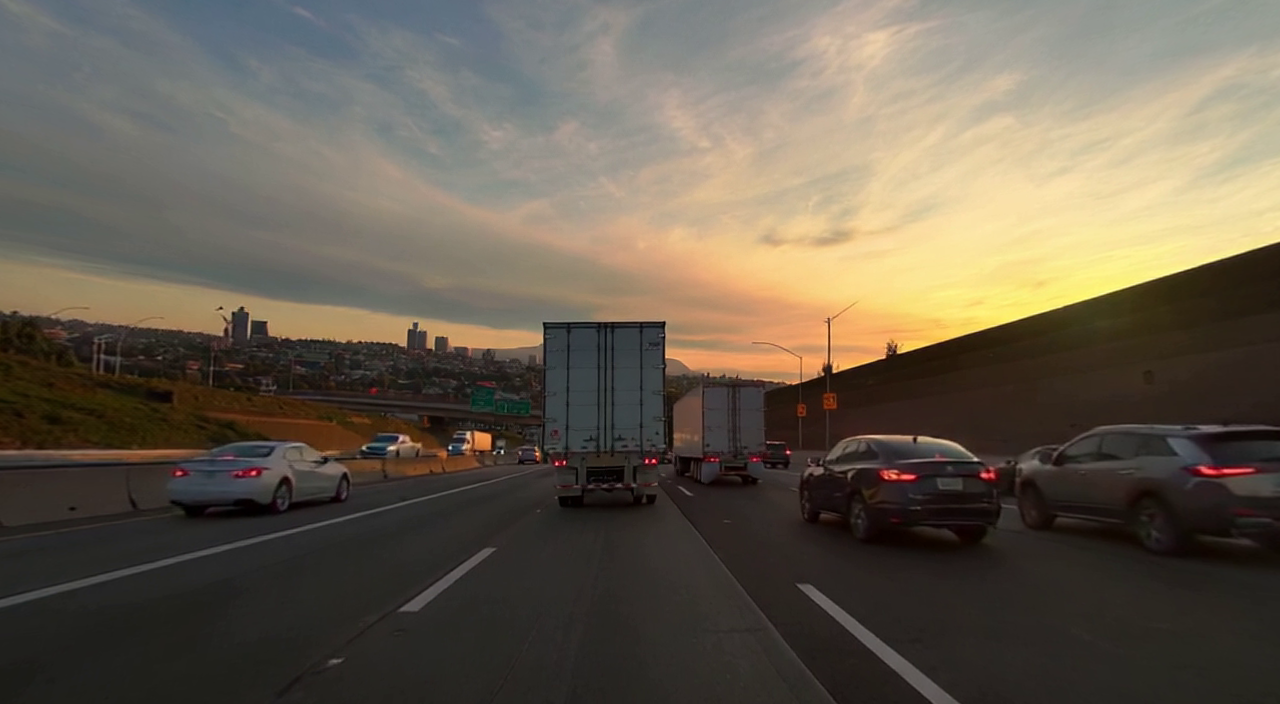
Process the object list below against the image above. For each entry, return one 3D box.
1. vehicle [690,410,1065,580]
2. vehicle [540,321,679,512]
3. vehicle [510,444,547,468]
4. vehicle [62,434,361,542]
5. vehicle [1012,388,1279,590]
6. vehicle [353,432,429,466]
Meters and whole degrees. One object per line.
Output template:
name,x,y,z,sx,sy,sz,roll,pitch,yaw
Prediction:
vehicle,3.334,2.776,14.730,2.869,1.940,14.755,0,-9,-1
vehicle,-0.684,2.145,18.766,2.906,4.040,10.743,0,-9,0
vehicle,-8.444,7.920,48.186,2.088,1.726,4.545,0,-9,-2
vehicle,-7.030,2.262,11.232,1.973,1.471,4.779,0,-9,0
vehicle,7.058,1.568,7.775,2.070,1.888,4.546,0,-9,-1
vehicle,-13.614,5.347,34.946,2.050,1.703,5.398,0,-9,-1
